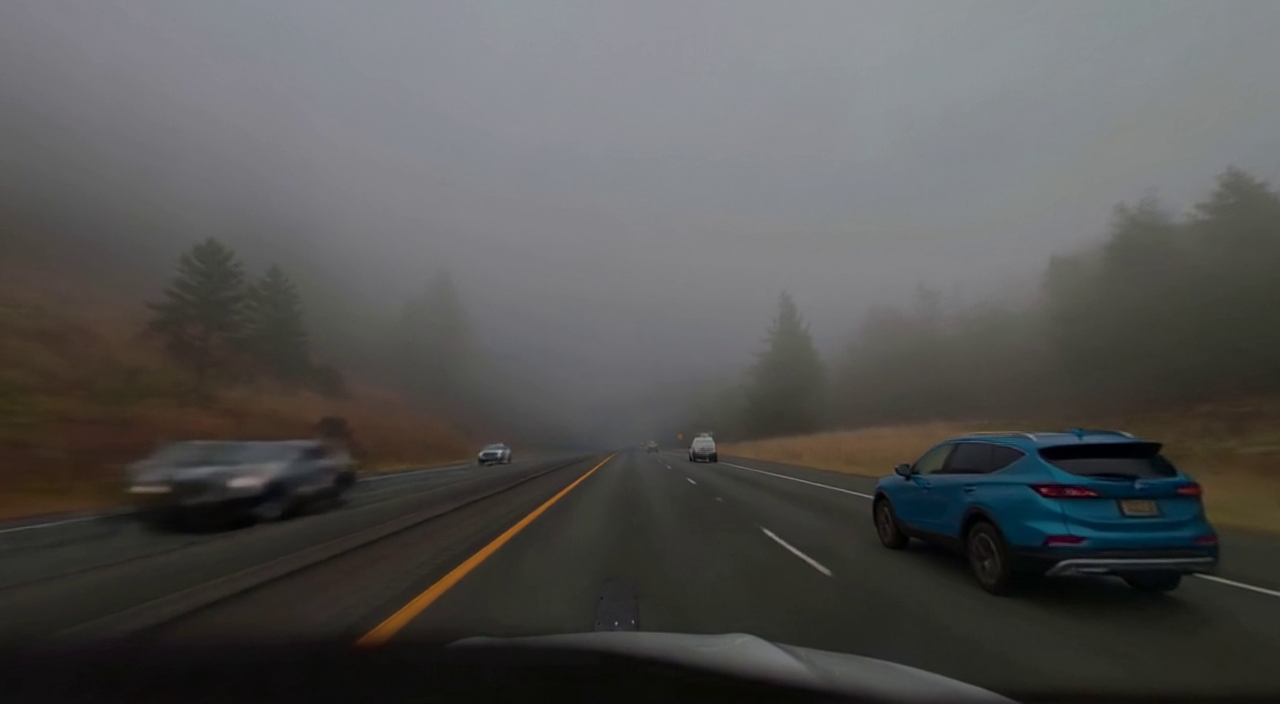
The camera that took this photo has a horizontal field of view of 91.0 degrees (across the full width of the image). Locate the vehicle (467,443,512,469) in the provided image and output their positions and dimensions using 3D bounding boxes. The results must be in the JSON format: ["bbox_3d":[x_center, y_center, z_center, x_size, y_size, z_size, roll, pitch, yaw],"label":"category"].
[{"bbox_3d":[-11.263,7.791,47.526,2.323,1.799,4.546,0,-8,0],"label":"vehicle"}]

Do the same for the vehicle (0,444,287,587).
[{"bbox_3d":[-7.423,2.130,9.173,1.993,1.508,4.492,0,-8,-1],"label":"vehicle"}]

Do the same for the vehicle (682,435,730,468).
[{"bbox_3d":[3.500,5.383,34.319,2.043,1.673,4.016,0,-8,-2],"label":"vehicle"}]

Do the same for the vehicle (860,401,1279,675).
[{"bbox_3d":[3.802,1.331,5.692,1.999,1.501,4.221,0,-8,-1],"label":"vehicle"}]
